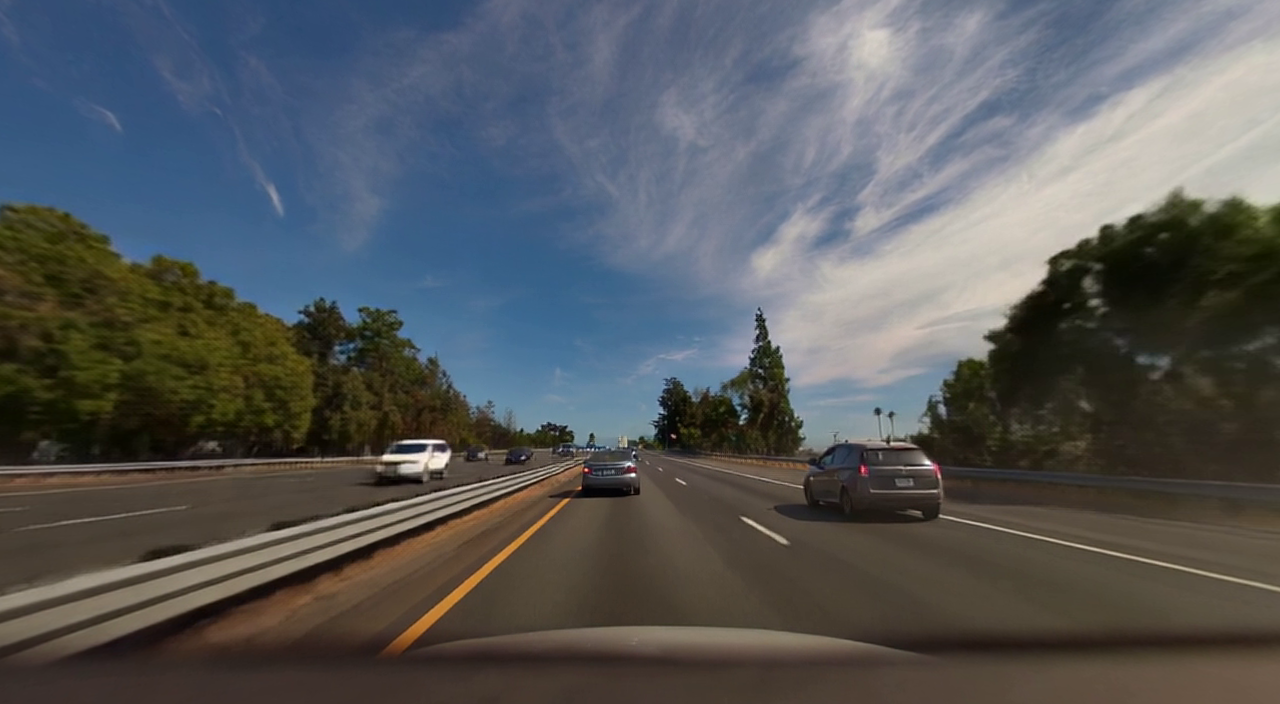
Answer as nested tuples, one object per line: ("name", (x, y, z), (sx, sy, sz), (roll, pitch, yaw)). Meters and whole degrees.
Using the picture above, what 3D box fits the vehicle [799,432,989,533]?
("vehicle", (4.451, 2.333, 11.696), (1.910, 1.554, 3.718), (0, -9, -1))

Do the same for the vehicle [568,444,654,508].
("vehicle", (-0.702, 3.238, 16.879), (2.013, 1.479, 4.169), (0, -9, -1))

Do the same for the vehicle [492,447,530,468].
("vehicle", (-9.545, 7.826, 46.661), (1.899, 1.522, 4.578), (0, -9, -1))

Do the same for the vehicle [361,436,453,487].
("vehicle", (-9.021, 4.263, 24.699), (2.033, 1.814, 4.280), (0, -9, -1))
